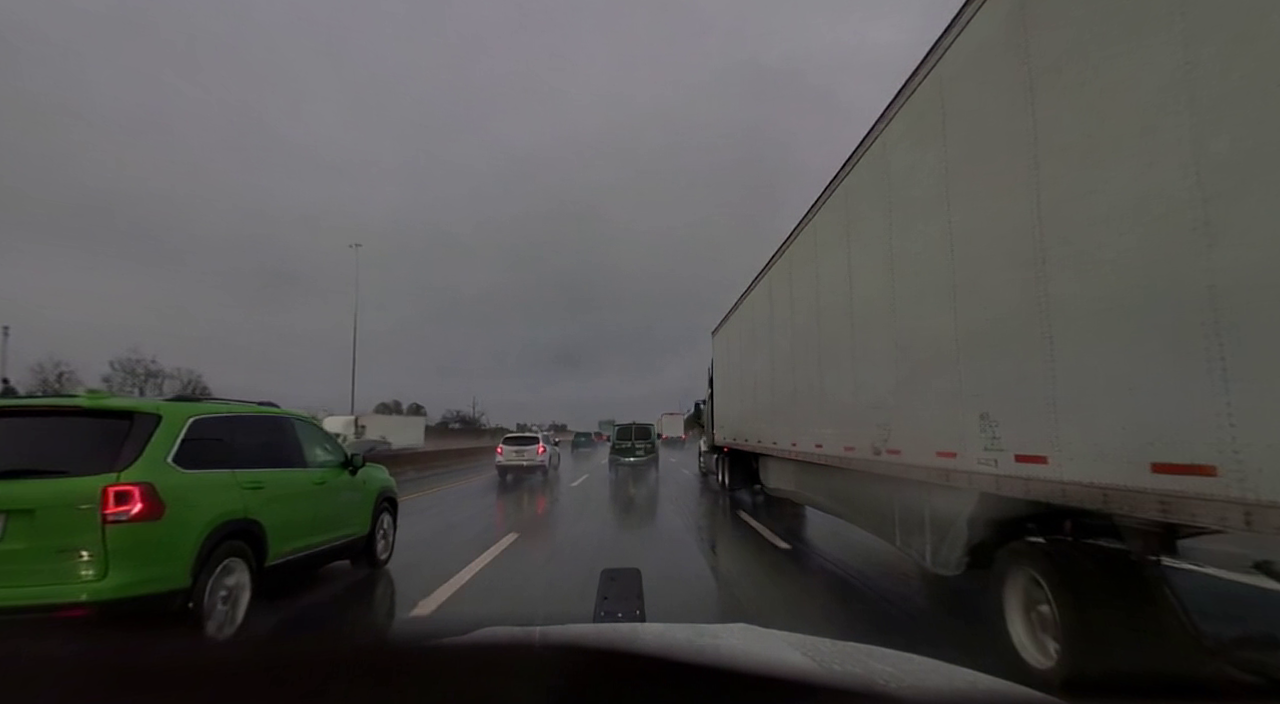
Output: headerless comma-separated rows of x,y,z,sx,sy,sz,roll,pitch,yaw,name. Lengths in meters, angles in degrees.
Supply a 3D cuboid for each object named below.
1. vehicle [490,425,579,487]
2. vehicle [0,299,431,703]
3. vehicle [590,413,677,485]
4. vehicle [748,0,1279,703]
-3.352,3.440,21.033,2.120,1.812,4.659,0,-8,1,vehicle
-3.396,1.027,4.322,2.193,1.803,4.958,0,-8,0,vehicle
-0.205,3.439,22.532,2.704,2.216,5.804,0,-8,0,vehicle
3.594,-0.119,4.556,2.852,4.121,16.210,0,-8,0,vehicle
